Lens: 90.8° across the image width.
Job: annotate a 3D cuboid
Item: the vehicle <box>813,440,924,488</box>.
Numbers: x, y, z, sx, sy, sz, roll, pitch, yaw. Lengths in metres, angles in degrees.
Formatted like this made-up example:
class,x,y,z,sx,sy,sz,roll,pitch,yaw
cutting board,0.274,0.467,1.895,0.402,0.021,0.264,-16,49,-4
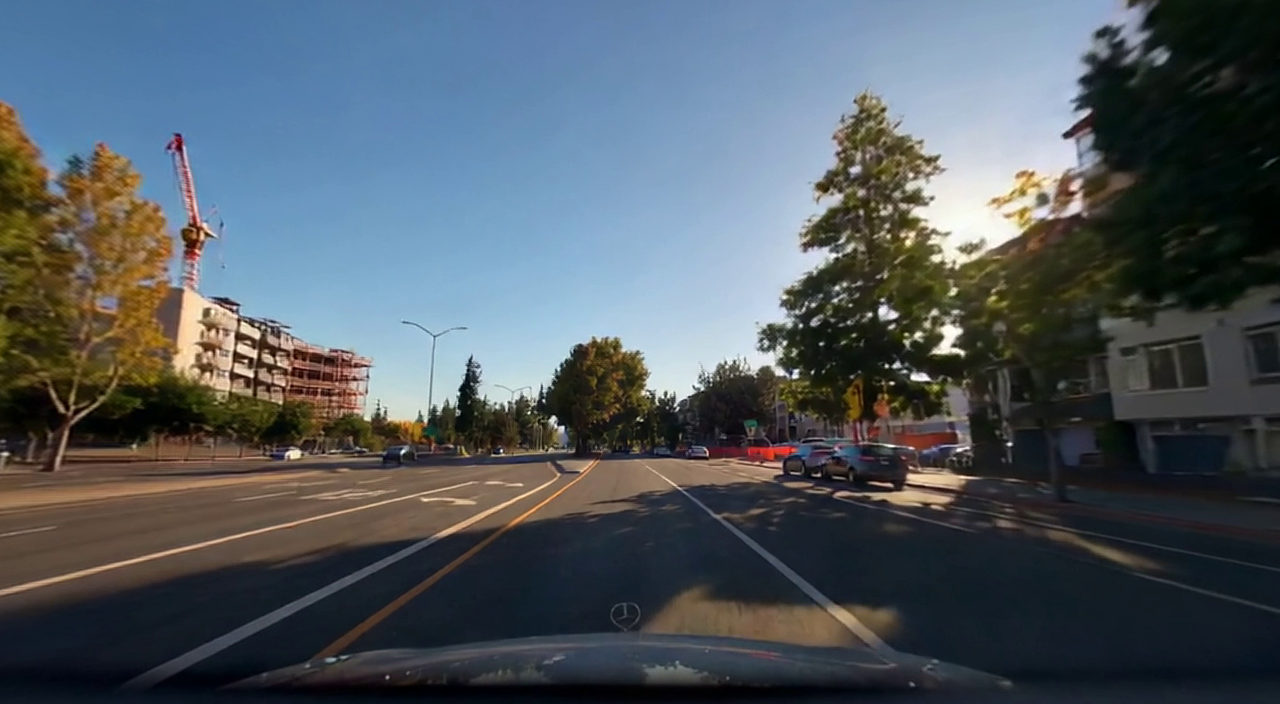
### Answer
class,x,y,z,sx,sy,sz,roll,pitch,yaw
vehicle,7.764,3.824,22.056,1.946,1.472,4.753,0,-8,-3
